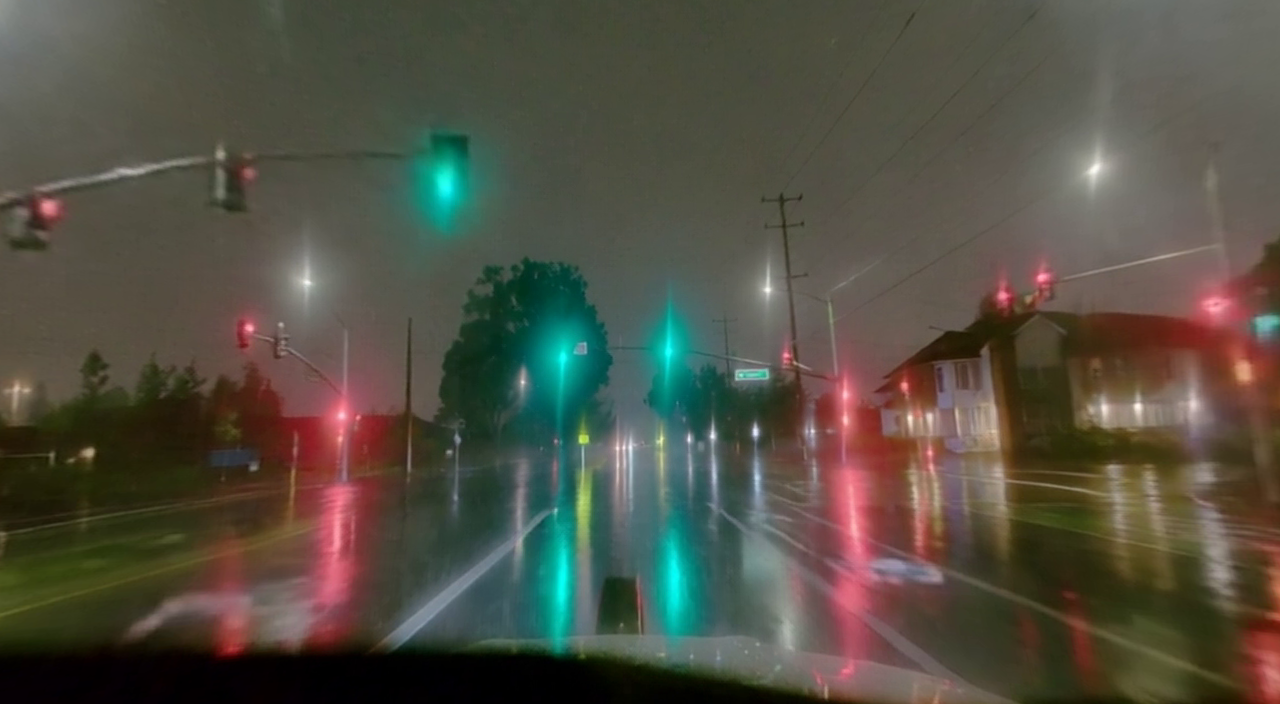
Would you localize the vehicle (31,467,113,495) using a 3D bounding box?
[{"bbox_3d":[-37.072,8.406,41.395,1.857,1.491,4.680,2,-9,-12],"label":"vehicle"}]

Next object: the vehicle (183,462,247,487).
[{"bbox_3d":[-28.870,8.313,43.066,1.974,1.457,4.248,1,-9,-11],"label":"vehicle"}]
